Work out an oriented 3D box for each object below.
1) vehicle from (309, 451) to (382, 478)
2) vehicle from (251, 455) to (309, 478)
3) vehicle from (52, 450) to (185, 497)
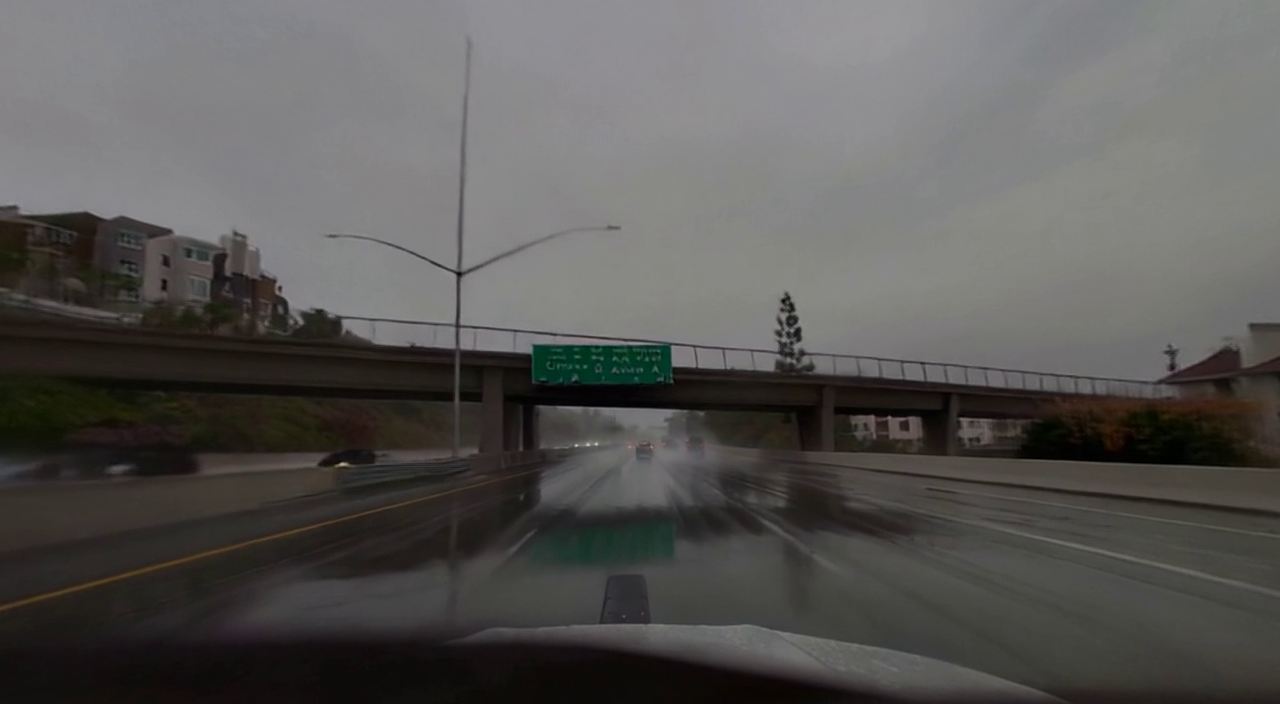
[{"bbox_3d":[-18.240,6.975,39.353,2.143,1.478,4.829,0,-8,1],"label":"vehicle"},{"bbox_3d":[-25.111,7.976,44.108,1.791,1.520,3.763,0,-8,1],"label":"vehicle"},{"bbox_3d":[-21.421,4.949,26.169,1.902,1.751,4.150,0,-8,0],"label":"vehicle"}]
